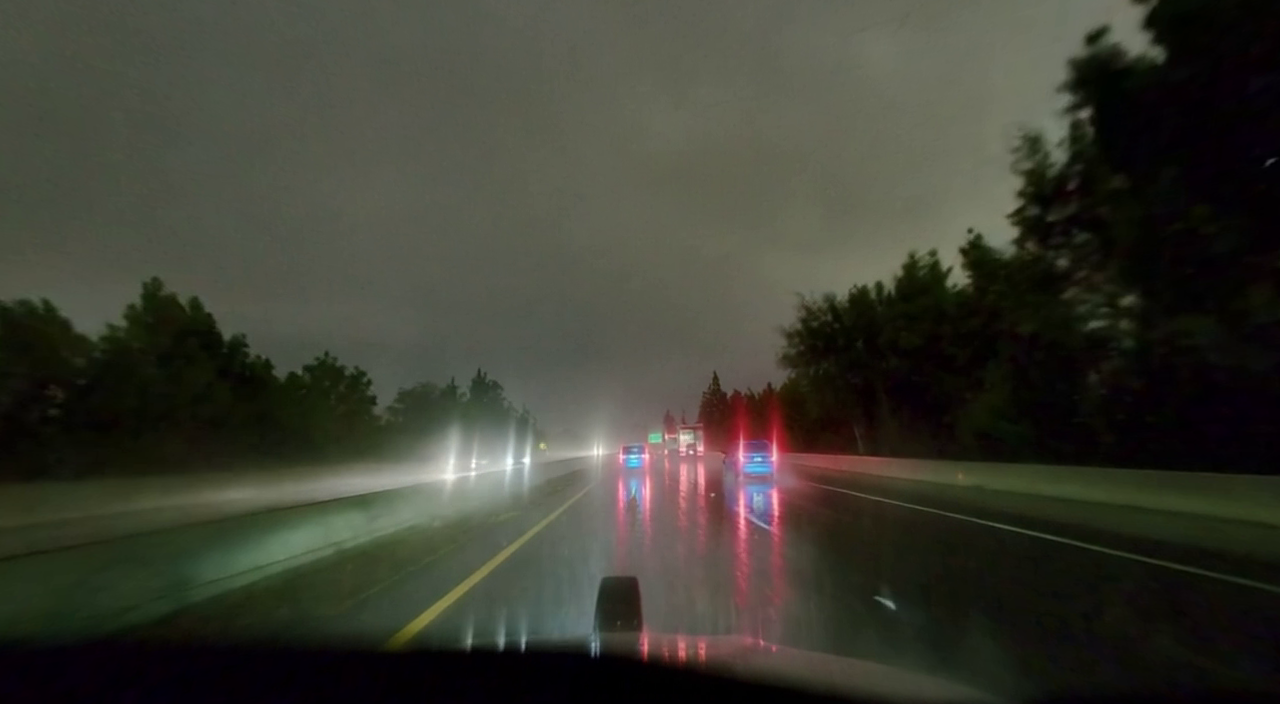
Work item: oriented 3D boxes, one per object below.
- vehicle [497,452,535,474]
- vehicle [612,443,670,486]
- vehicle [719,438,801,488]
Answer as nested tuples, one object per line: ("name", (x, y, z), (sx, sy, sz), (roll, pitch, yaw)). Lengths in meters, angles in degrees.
("vehicle", (-9.338, 8.364, 47.430), (1.912, 1.503, 4.270), (-1, -9, 1))
("vehicle", (0.026, 4.323, 24.435), (2.066, 1.490, 3.759), (-1, -9, 0))
("vehicle", (4.032, 3.794, 21.780), (1.953, 1.540, 4.101), (-1, -9, -1))
